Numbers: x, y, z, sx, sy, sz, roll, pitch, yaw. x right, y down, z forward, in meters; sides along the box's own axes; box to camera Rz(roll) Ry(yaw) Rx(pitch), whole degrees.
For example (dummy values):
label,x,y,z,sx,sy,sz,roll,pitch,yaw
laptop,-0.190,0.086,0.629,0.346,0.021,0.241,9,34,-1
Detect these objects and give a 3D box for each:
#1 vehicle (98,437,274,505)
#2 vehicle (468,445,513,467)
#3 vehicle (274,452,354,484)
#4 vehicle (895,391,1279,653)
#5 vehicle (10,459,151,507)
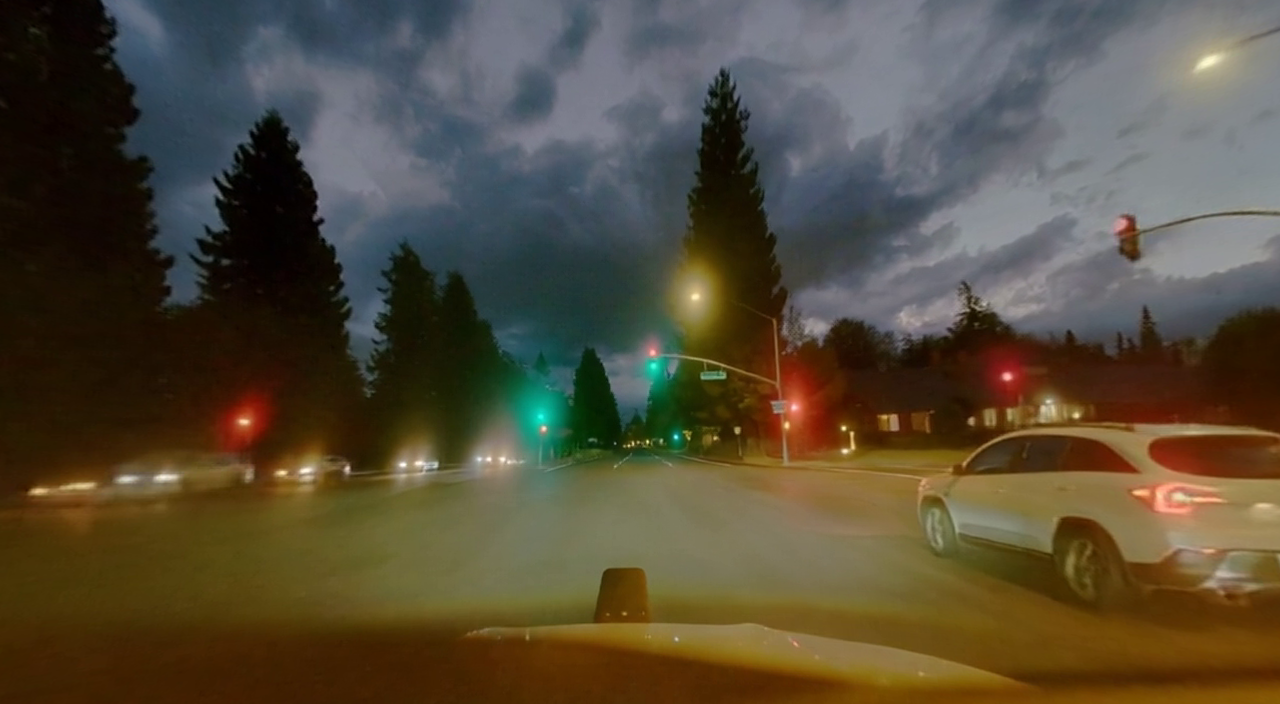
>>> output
label,x,y,z,sx,sy,sz,roll,pitch,yaw
vehicle,-14.049,3.678,19.971,2.064,1.860,4.683,0,-9,0
vehicle,-10.290,7.186,43.640,2.029,1.453,4.188,-1,-9,1
vehicle,-17.137,6.065,33.388,1.827,1.515,4.396,0,-9,0
vehicle,4.102,1.304,5.718,2.018,1.591,3.564,0,-9,0
vehicle,-20.809,4.864,23.698,1.829,1.531,3.777,-1,-9,-1
